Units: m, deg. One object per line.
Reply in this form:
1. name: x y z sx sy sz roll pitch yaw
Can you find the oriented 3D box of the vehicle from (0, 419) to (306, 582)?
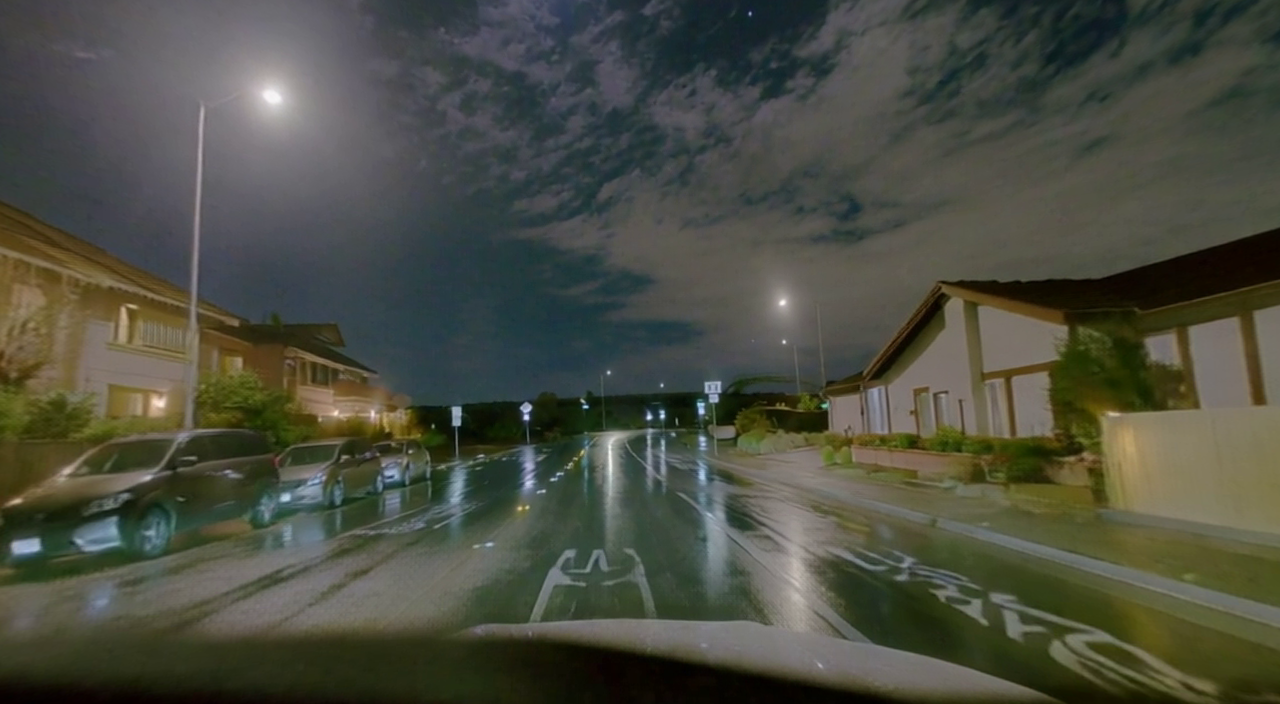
1. vehicle: -6.941 1.907 9.144 1.865 1.750 4.507 0 -8 -2
